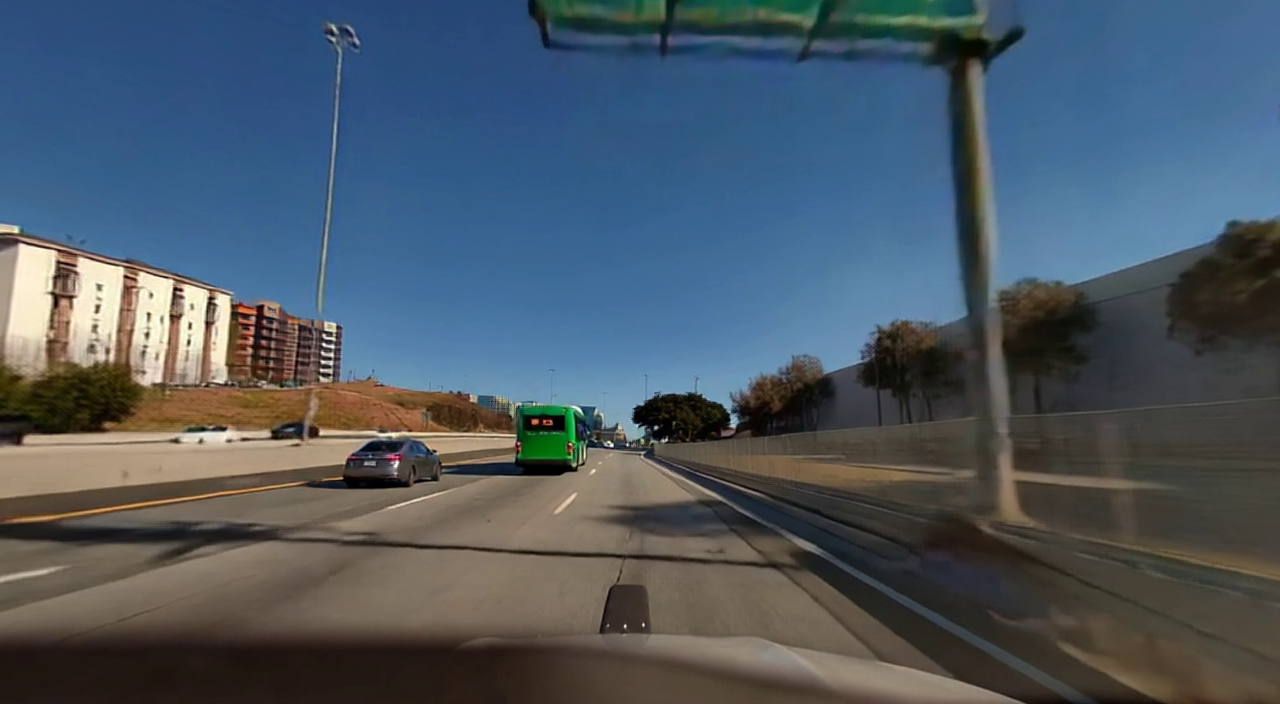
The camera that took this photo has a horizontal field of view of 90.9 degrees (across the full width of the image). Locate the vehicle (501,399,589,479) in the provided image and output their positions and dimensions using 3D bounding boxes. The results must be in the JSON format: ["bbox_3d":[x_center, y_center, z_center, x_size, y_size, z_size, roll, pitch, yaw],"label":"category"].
[{"bbox_3d":[-3.842,3.886,27.499,2.888,2.944,8.373,0,-9,-2],"label":"vehicle"}]

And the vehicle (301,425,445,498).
[{"bbox_3d":[-6.984,2.904,17.095,1.993,1.690,4.450,0,-9,-1],"label":"vehicle"}]

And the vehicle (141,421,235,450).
[{"bbox_3d":[-25.881,4.854,36.322,1.731,1.496,4.532,-1,-9,6],"label":"vehicle"}]
